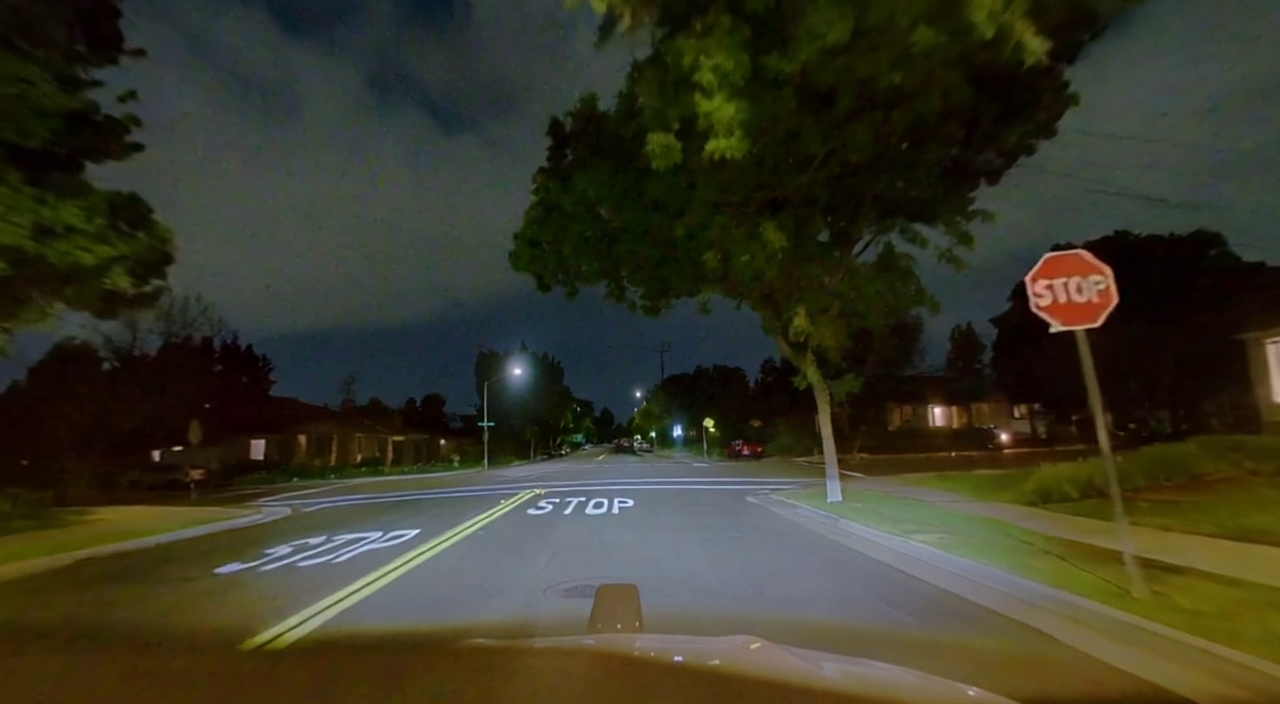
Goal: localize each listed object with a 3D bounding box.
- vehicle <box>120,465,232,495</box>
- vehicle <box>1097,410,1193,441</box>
[{"bbox_3d":[-24.503,6.744,33.469,4.380,1.462,1.864,0,-9,-1],"label":"vehicle"},{"bbox_3d":[29.106,4.310,36.640,1.846,1.452,4.499,-1,-10,1],"label":"vehicle"}]
